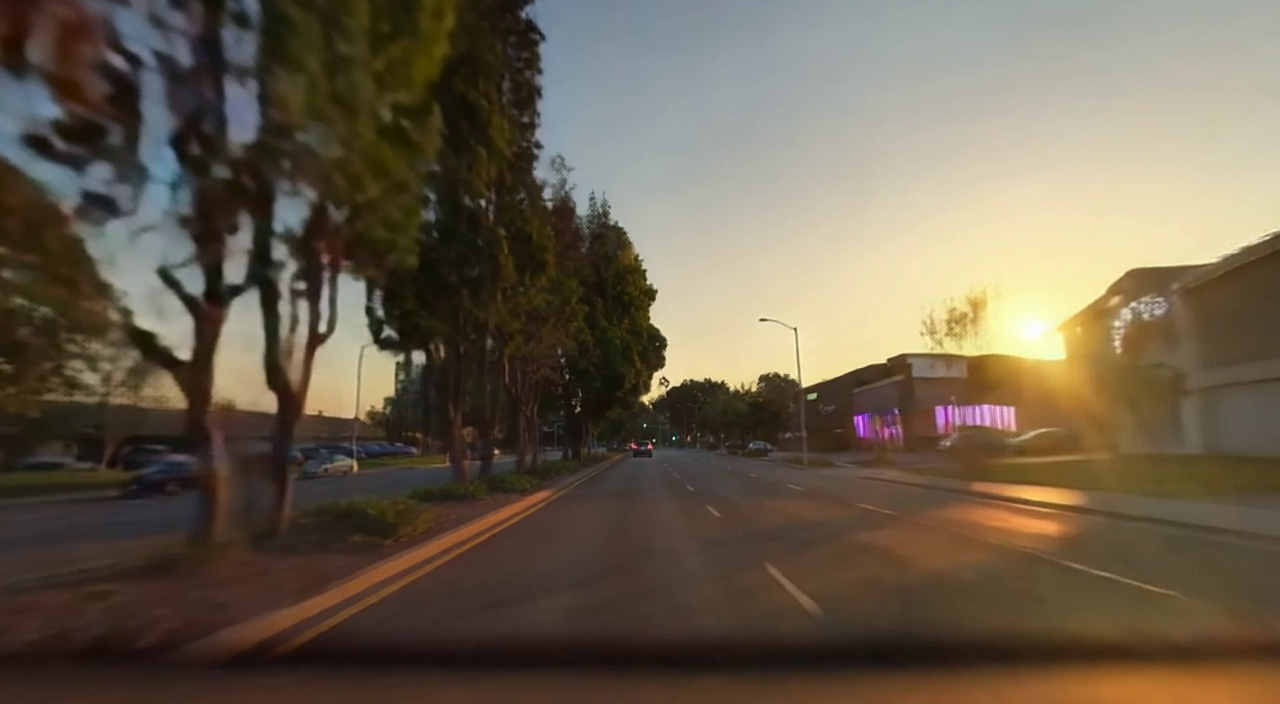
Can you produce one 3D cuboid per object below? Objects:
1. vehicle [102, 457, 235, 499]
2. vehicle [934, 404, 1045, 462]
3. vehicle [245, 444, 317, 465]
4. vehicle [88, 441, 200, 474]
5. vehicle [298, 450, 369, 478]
[{"bbox_3d":[-18.819,5.025,25.489,1.806,1.454,4.599,0,-8,1],"label":"vehicle"},{"bbox_3d":[21.991,5.218,40.206,3.006,3.375,6.598,0,-8,-2],"label":"vehicle"},{"bbox_3d":[-27.623,7.903,48.615,4.336,1.560,1.980,0,-8,0],"label":"vehicle"},{"bbox_3d":[-26.437,5.625,33.693,4.314,1.680,1.822,1,-8,-3],"label":"vehicle"},{"bbox_3d":[-18.914,6.908,39.164,1.814,1.577,5.024,0,-8,1],"label":"vehicle"}]
